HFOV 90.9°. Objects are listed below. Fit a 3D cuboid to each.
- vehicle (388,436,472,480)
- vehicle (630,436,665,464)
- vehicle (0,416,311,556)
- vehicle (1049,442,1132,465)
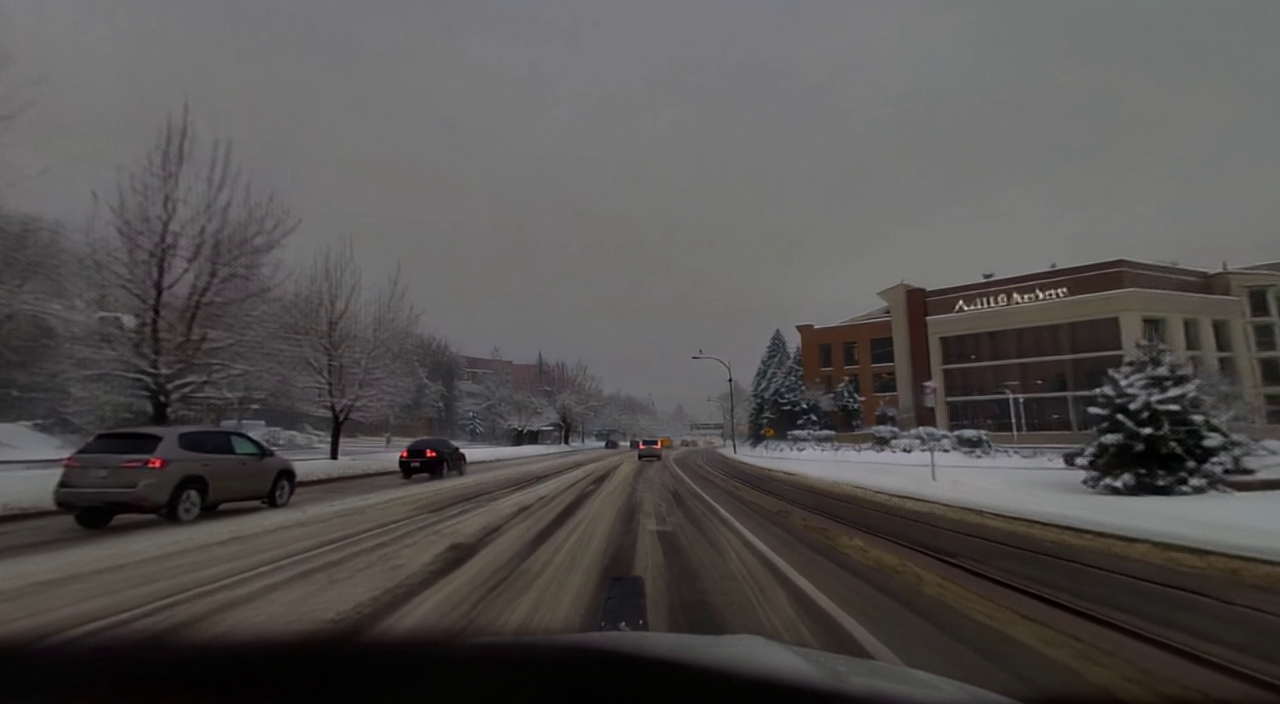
[{"bbox_3d":[-9.223,4.674,28.191,2.097,1.782,4.682,0,-8,1],"label":"vehicle"},{"bbox_3d":[0.560,6.895,44.495,2.345,1.803,4.261,0,-8,2],"label":"vehicle"},{"bbox_3d":[-7.742,2.022,10.261,2.181,1.728,4.515,0,-8,2],"label":"vehicle"},{"bbox_3d":[31.779,7.146,44.684,1.966,1.494,4.685,1,-8,-8],"label":"vehicle"}]
